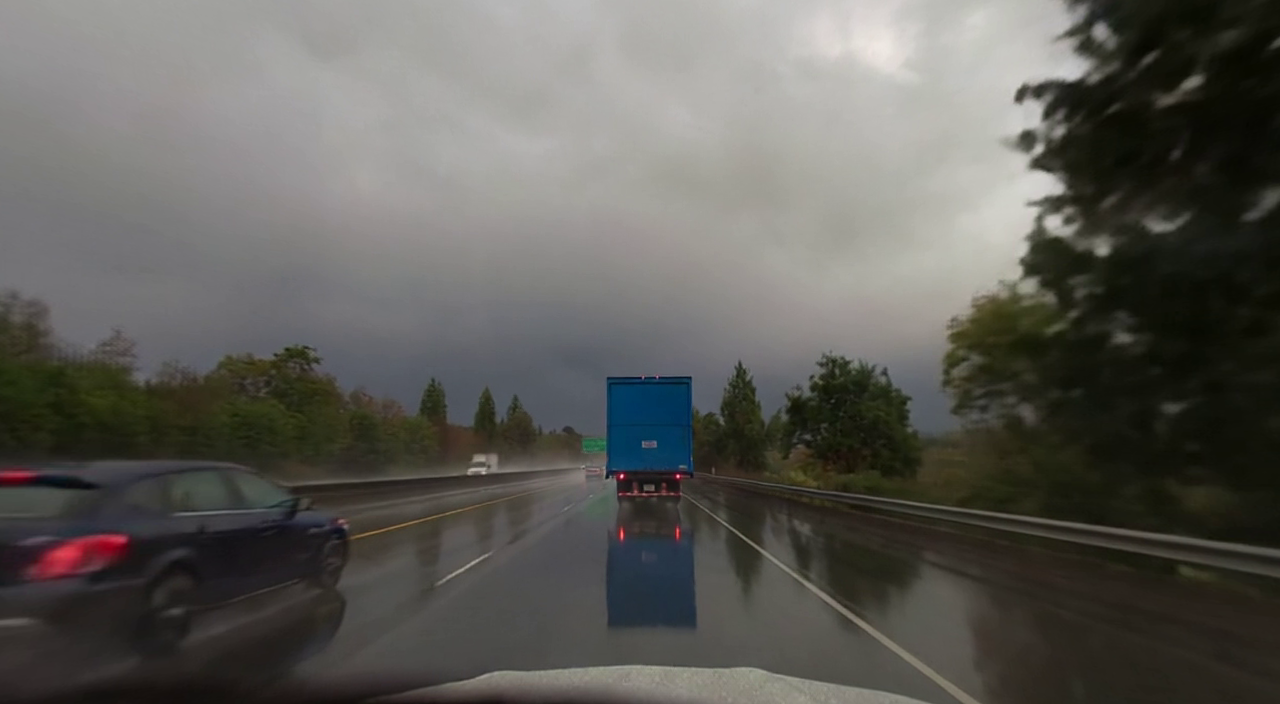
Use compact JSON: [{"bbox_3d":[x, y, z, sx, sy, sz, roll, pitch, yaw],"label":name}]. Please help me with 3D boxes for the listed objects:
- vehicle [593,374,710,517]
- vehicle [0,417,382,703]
[{"bbox_3d":[0.245,3.290,21.210,3.008,3.678,9.512,1,-10,-1],"label":"vehicle"},{"bbox_3d":[-4.097,1.411,4.887,2.079,1.506,4.821,1,-10,1],"label":"vehicle"}]
